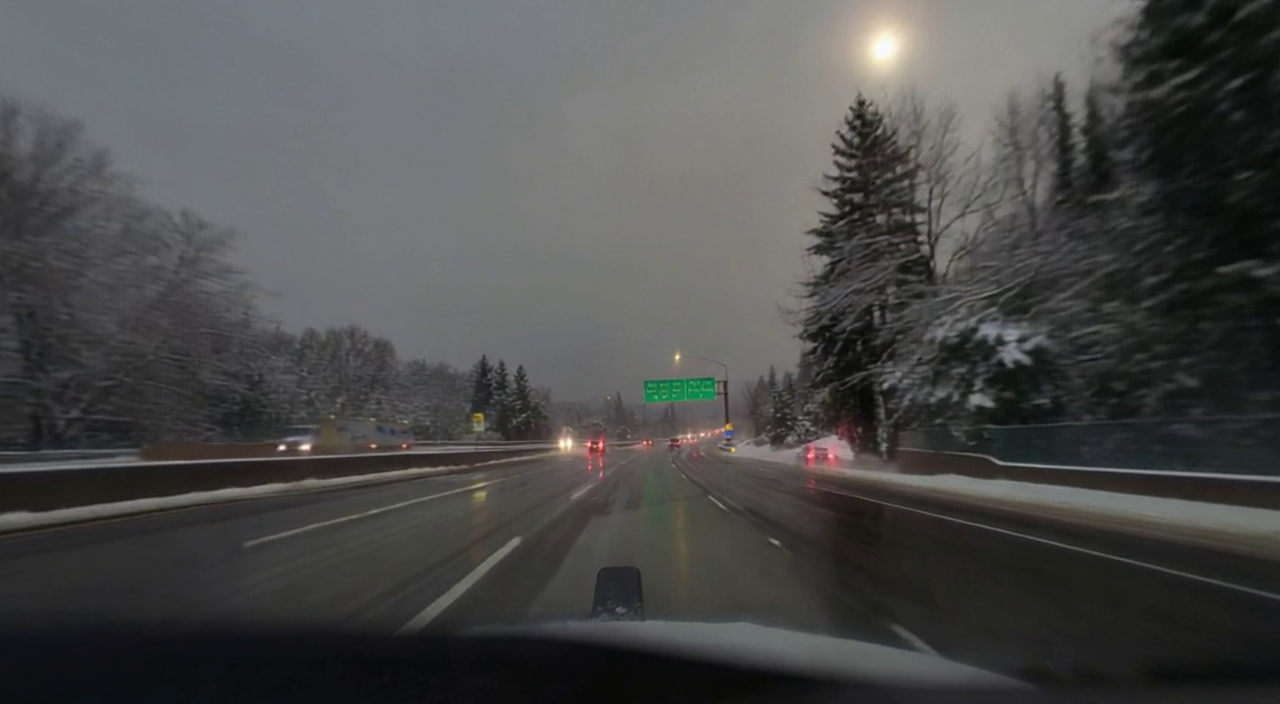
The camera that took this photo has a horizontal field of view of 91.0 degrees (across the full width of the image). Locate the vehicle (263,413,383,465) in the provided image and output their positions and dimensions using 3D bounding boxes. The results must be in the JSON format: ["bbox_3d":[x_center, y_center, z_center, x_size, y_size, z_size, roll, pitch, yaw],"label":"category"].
[{"bbox_3d":[-23.097,6.526,46.830,3.343,3.439,10.043,0,-9,2],"label":"vehicle"}]
